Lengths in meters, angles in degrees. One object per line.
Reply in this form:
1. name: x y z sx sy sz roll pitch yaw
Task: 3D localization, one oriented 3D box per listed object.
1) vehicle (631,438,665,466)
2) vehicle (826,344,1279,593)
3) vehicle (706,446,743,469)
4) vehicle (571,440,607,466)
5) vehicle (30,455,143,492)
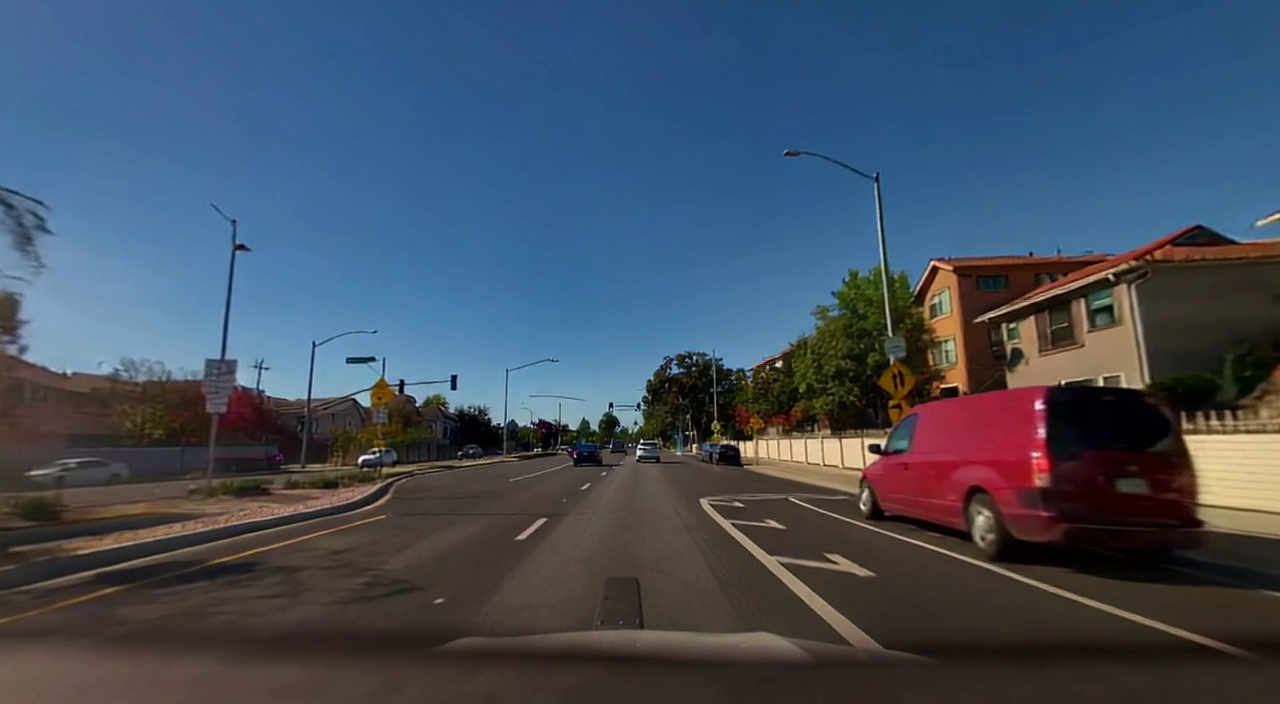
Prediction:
1. vehicle: 0.522 7.189 45.489 2.273 1.851 5.075 0 -9 -1
2. vehicle: 5.512 1.653 9.910 2.763 2.329 7.864 0 -8 0
3. vehicle: 5.686 7.144 42.973 1.836 1.442 4.247 0 -9 -1
4. vehicle: -3.668 7.317 45.912 2.233 1.775 4.491 0 -9 0
5. vehicle: -25.878 5.663 29.746 1.796 1.511 3.879 0 -9 0
